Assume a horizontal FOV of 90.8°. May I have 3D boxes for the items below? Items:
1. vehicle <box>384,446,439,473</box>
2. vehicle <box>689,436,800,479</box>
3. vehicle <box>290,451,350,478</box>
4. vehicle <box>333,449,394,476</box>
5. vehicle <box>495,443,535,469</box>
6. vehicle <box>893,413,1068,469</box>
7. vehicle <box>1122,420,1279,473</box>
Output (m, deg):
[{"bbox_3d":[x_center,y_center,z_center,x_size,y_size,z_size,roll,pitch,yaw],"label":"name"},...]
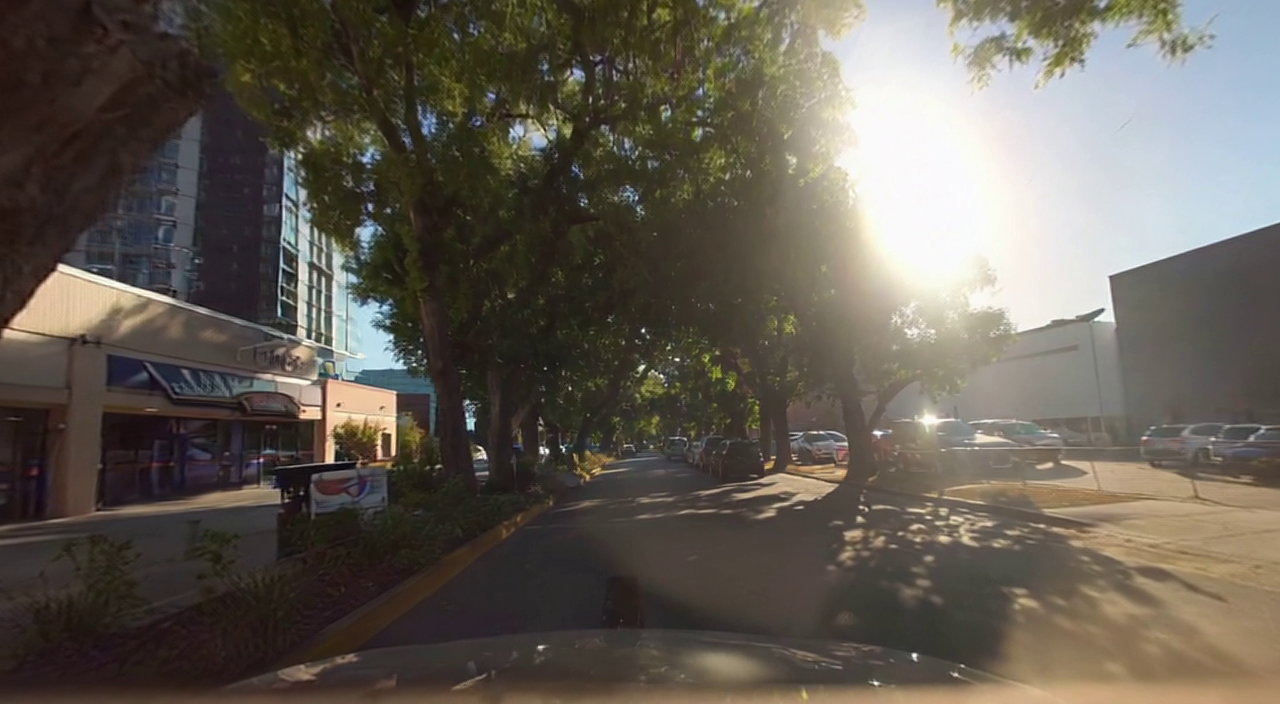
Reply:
[{"bbox_3d":[-15.010,7.055,41.697,1.888,1.657,4.138,-1,-8,3],"label":"vehicle"},{"bbox_3d":[4.577,4.557,27.499,4.626,1.723,1.939,5,-10,-33],"label":"vehicle"},{"bbox_3d":[-20.848,7.324,41.287,1.880,1.617,3.870,0,-8,0],"label":"vehicle"},{"bbox_3d":[-17.854,7.127,40.960,1.850,1.531,4.256,0,-8,3],"label":"vehicle"},{"bbox_3d":[-8.539,7.134,43.514,1.993,1.640,4.457,0,-8,-2],"label":"vehicle"},{"bbox_3d":[13.230,3.495,24.822,5.540,2.045,2.259,0,-8,-3],"label":"vehicle"},{"bbox_3d":[25.141,4.193,28.116,5.596,2.168,2.307,2,-7,-5],"label":"vehicle"}]
